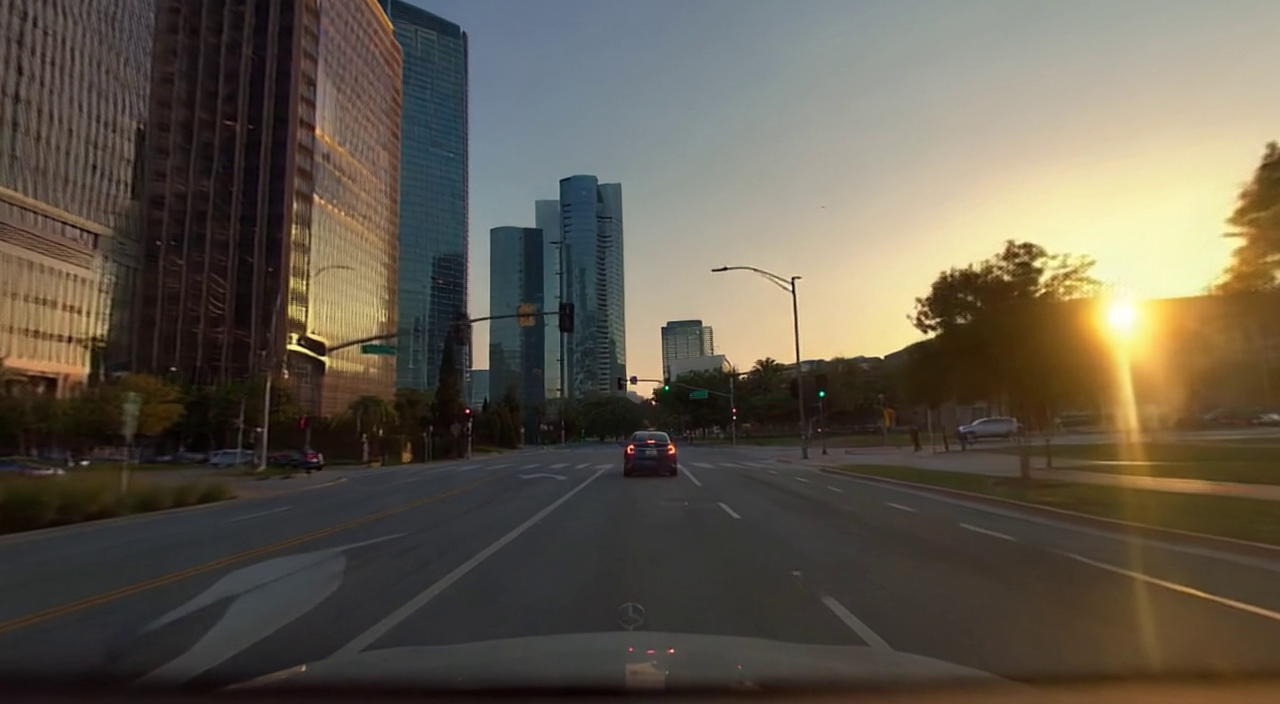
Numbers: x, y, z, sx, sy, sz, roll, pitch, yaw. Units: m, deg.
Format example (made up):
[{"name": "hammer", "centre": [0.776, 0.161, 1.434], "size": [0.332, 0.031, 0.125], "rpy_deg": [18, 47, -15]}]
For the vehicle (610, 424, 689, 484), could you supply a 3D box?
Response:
[{"name": "vehicle", "centre": [0.251, 3.121, 19.513], "size": [2.184, 1.640, 4.086], "rpy_deg": [0, -8, 0]}]

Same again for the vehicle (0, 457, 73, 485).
[{"name": "vehicle", "centre": [-35.473, 6.733, 35.795], "size": [4.494, 1.475, 1.893], "rpy_deg": [0, -8, -3]}]
